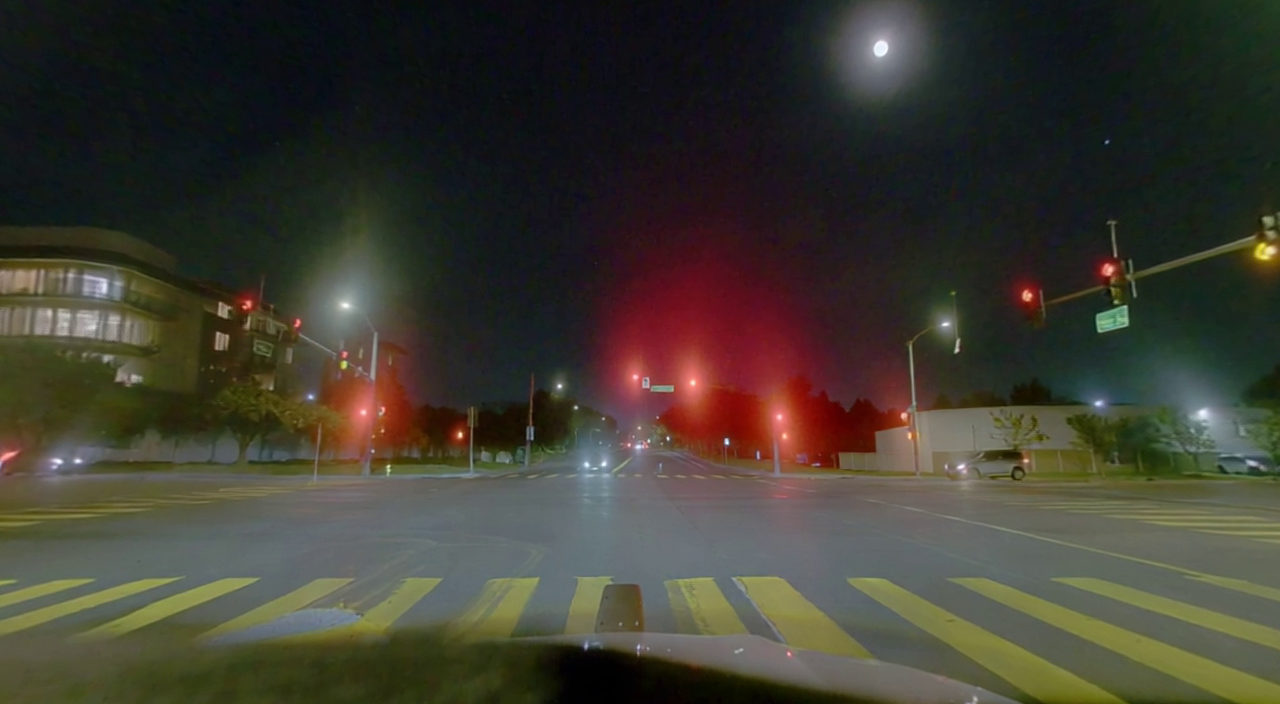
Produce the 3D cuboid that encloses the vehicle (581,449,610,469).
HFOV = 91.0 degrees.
[{"bbox_3d":[-3.456,8.359,49.210,1.908,1.441,4.142,0,-8,1],"label":"vehicle"}]

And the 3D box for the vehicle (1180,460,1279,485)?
[{"bbox_3d":[36.212,7.317,38.301,4.976,1.428,1.929,0,-9,-2],"label":"vehicle"}]

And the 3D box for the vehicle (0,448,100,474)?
[{"bbox_3d":[-35.143,6.420,37.178,4.741,1.447,1.807,0,-9,0],"label":"vehicle"}]

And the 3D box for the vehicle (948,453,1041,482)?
[{"bbox_3d":[21.095,6.880,37.586,4.447,1.623,1.801,0,-9,-3],"label":"vehicle"}]
